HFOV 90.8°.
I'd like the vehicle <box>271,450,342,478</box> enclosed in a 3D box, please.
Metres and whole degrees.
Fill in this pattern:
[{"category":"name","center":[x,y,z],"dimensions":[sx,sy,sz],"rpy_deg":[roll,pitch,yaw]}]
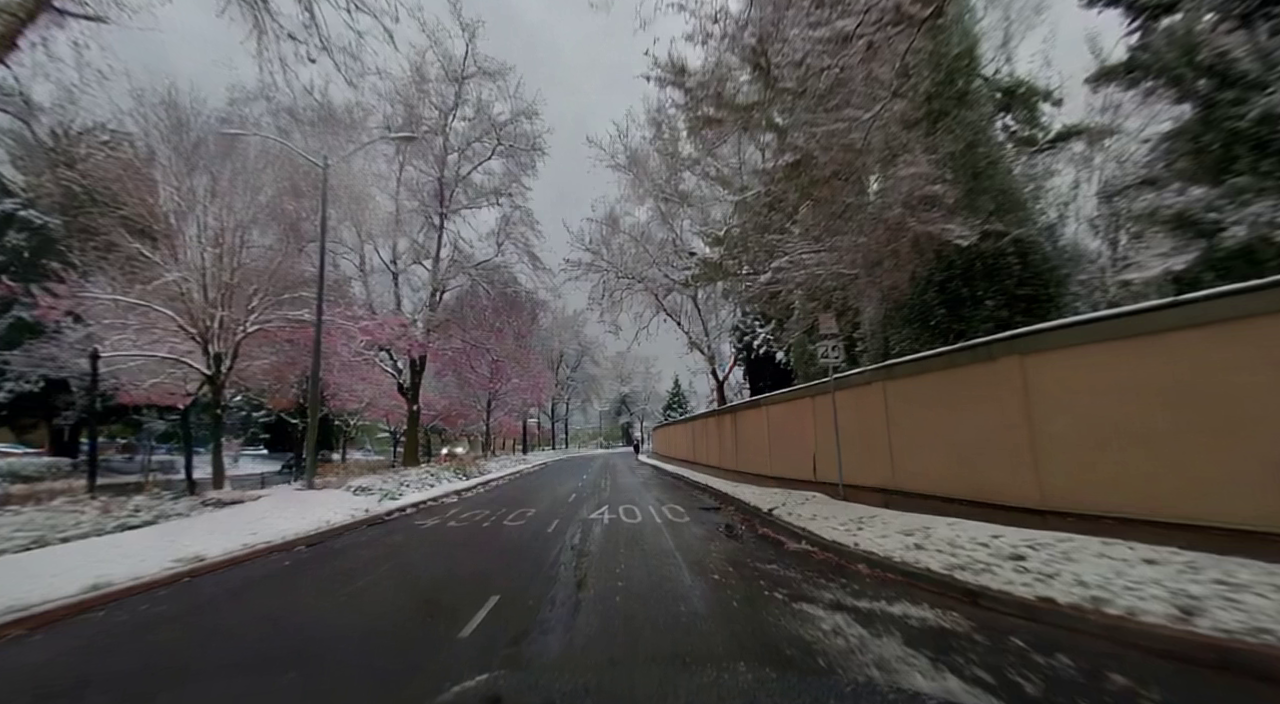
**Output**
[{"category":"vehicle","center":[-18.191,6.089,34.652],"dimensions":[1.827,1.404,4.141],"rpy_deg":[0,-8,-3]}]
